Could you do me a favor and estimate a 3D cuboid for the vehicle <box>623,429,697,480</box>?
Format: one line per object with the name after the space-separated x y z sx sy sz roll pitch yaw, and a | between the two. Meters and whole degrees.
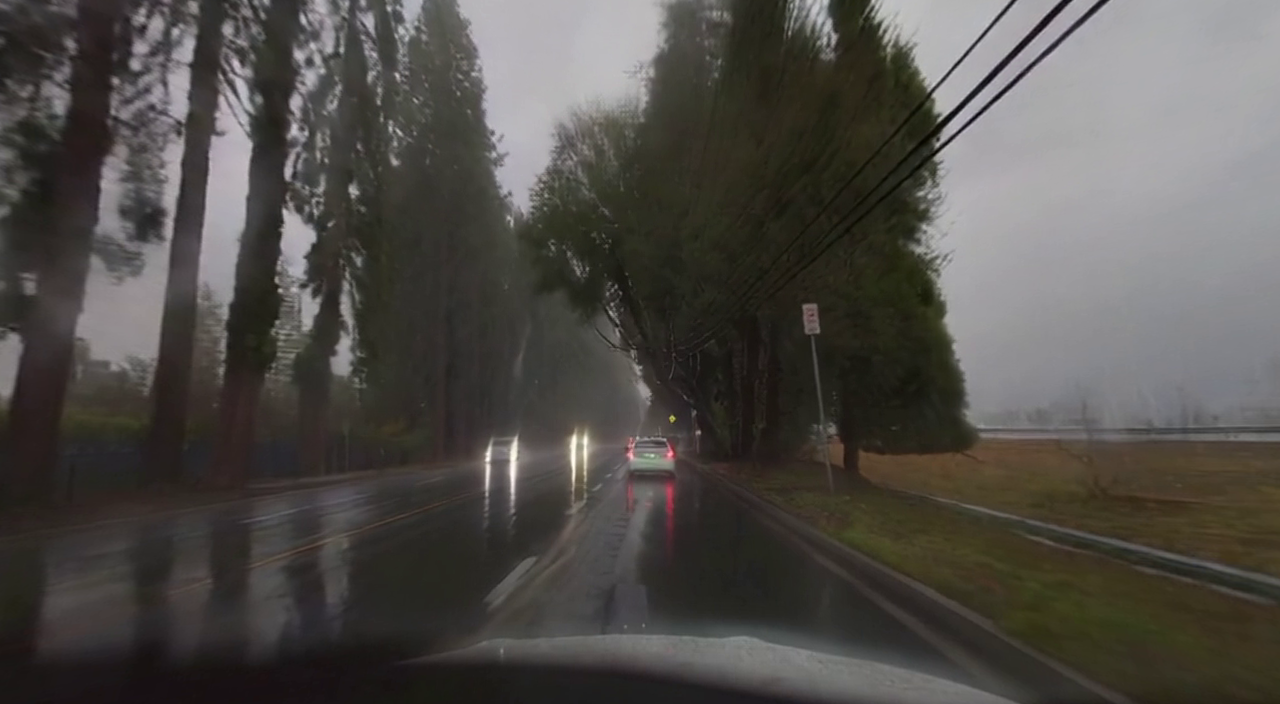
0.589 3.348 20.782 2.153 1.461 4.374 0 -8 0 | vehicle

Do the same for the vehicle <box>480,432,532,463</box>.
-8.985 6.449 42.748 2.287 1.964 5.437 0 -8 0 | vehicle
